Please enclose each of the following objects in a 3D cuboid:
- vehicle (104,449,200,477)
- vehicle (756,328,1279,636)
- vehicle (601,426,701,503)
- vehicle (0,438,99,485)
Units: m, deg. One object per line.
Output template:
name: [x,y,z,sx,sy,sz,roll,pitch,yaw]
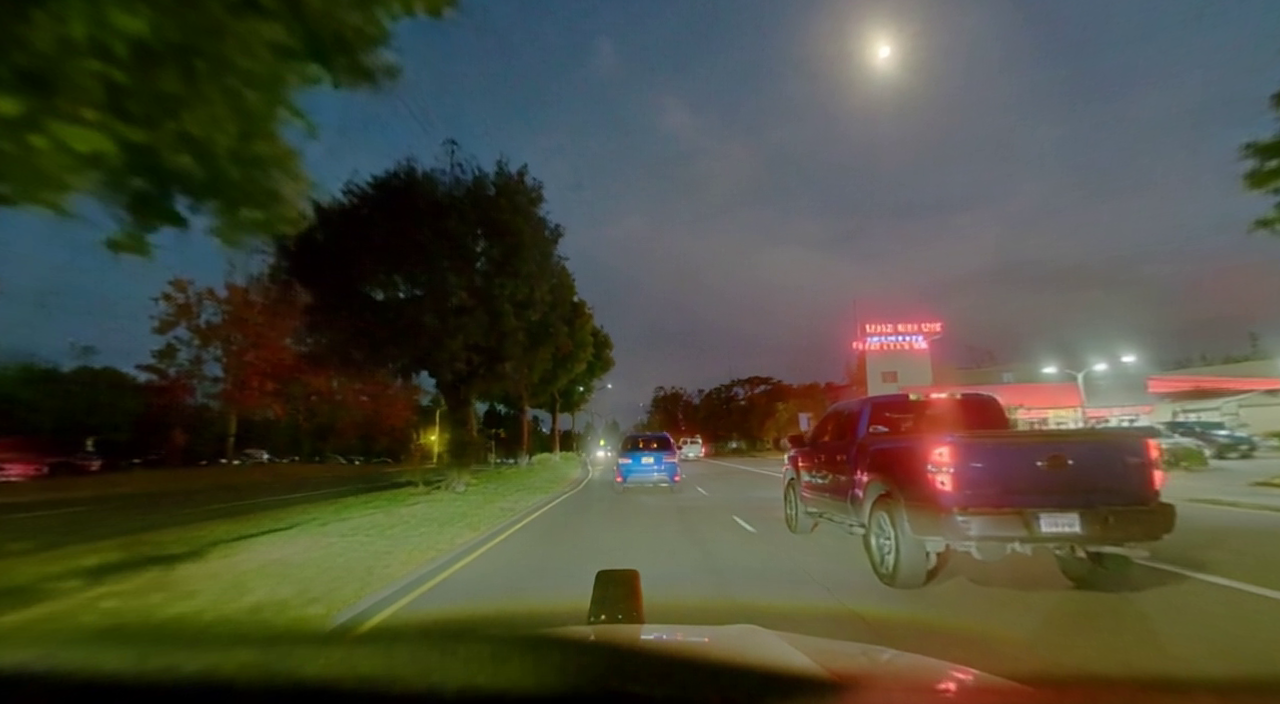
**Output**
vehicle: [-28.072,6.404,36.316,3.894,1.527,1.872,-1,-10,-1]
vehicle: [3.337,1.329,7.367,2.731,2.101,6.047,0,-9,-1]
vehicle: [0.233,2.755,15.704,2.145,1.650,4.021,0,-9,0]
vehicle: [-32.175,5.570,31.834,2.664,2.215,7.903,-2,-9,-1]
